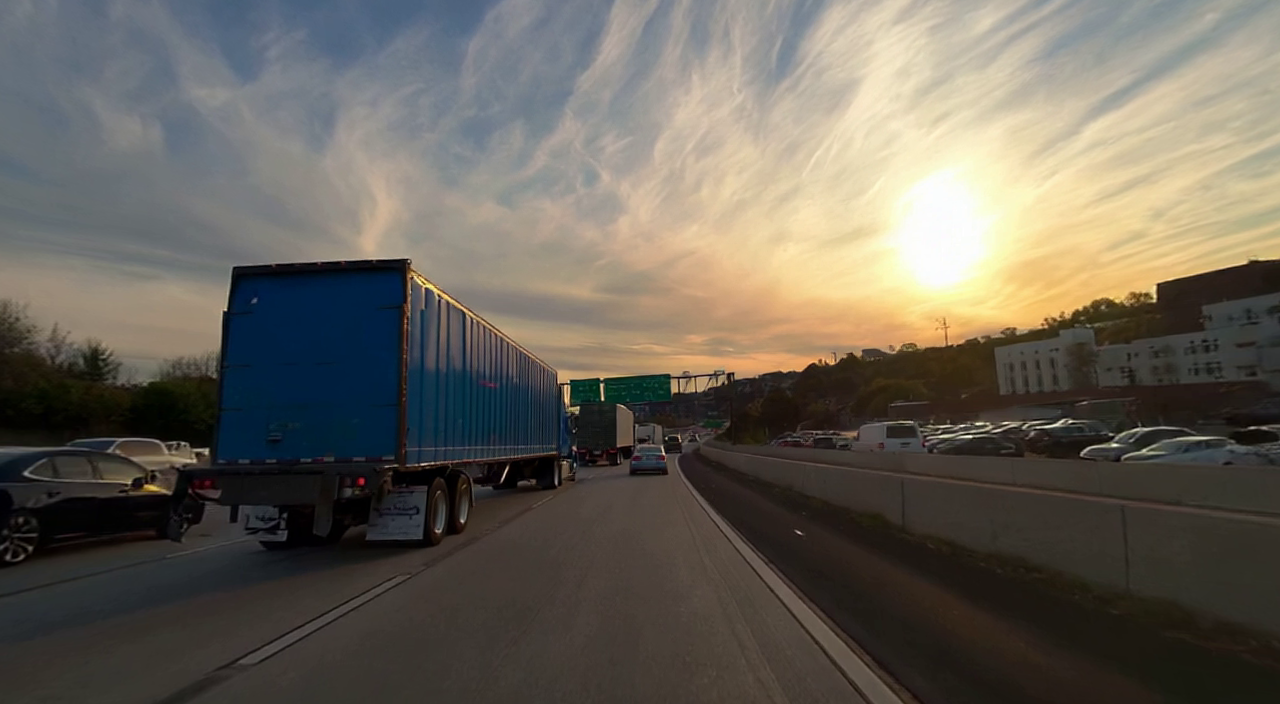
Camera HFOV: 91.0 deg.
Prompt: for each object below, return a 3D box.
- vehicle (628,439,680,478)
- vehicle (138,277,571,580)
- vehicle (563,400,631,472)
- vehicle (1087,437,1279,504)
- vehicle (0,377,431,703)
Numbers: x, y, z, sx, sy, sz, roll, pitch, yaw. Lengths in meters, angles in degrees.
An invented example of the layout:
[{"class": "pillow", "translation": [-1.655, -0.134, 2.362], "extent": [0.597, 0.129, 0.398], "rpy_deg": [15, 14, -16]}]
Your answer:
[{"class": "vehicle", "translation": [0.670, 4.787, 28.485], "extent": [2.178, 1.640, 4.071], "rpy_deg": [-1, -9, 2]}, {"class": "vehicle", "translation": [-3.522, 1.461, 11.311], "extent": [3.020, 3.192, 9.194], "rpy_deg": [-1, -9, 3]}, {"class": "vehicle", "translation": [-2.408, 5.303, 39.196], "extent": [3.073, 3.894, 9.782], "rpy_deg": [-1, -9, 3]}, {"class": "vehicle", "translation": [14.121, 2.987, 16.323], "extent": [1.873, 1.491, 4.413], "rpy_deg": [0, -9, 2]}, {"class": "vehicle", "translation": [-3.846, 1.266, 5.277], "extent": [2.896, 1.779, 3.441], "rpy_deg": [0, -8, 2]}]
